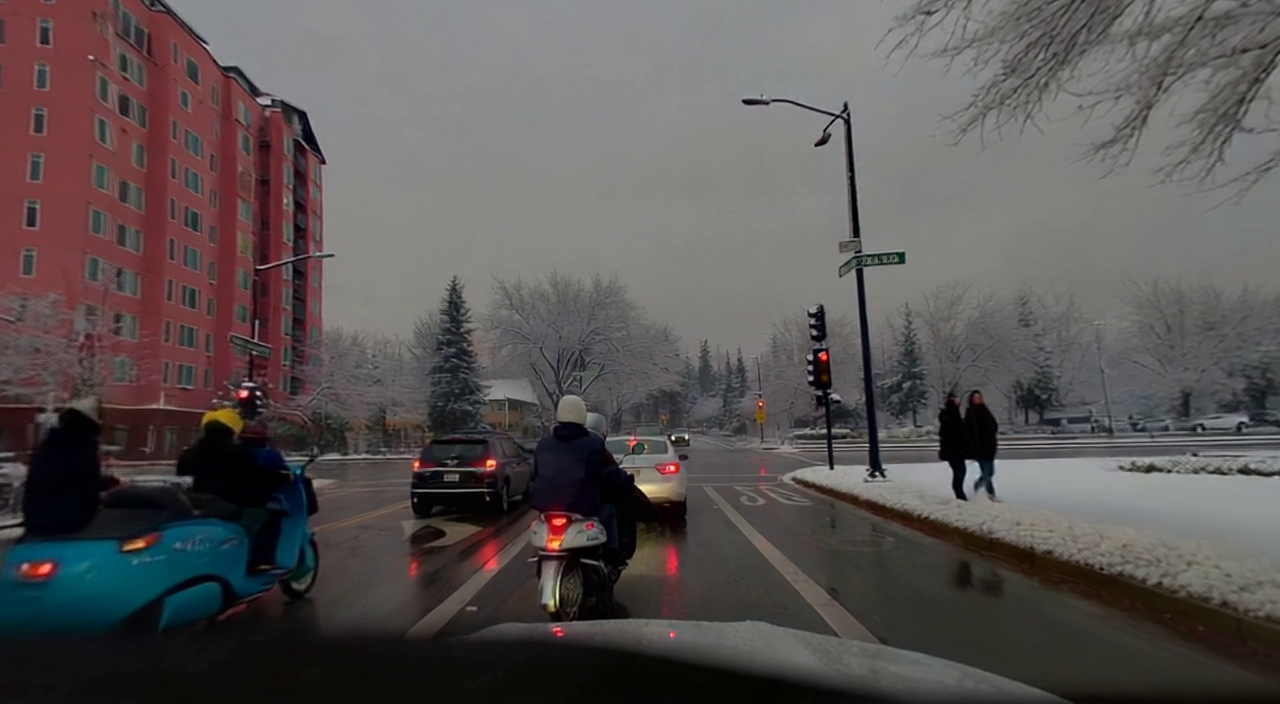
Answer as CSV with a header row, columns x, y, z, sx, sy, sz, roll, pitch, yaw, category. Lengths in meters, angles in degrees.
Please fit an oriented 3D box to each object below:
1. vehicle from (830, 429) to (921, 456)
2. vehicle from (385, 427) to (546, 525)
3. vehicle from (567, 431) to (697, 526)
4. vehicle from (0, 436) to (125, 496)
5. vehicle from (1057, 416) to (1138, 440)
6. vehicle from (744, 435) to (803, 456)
x,y,z,sx,sy,sz,roll,pitch,yaw,category
13.865,5.384,37.270,4.661,1.456,1.862,-7,-11,39,vehicle
-3.247,2.395,12.685,1.935,1.615,4.073,-1,-9,2,vehicle
-0.088,2.283,11.908,2.025,1.458,4.085,-1,-9,1,vehicle
-28.927,5.572,30.657,5.890,2.393,2.346,-5,-7,1,vehicle
30.790,5.156,42.482,1.751,1.420,4.027,8,-12,-42,vehicle
9.998,6.973,47.166,4.511,1.464,1.816,6,-11,-38,vehicle
